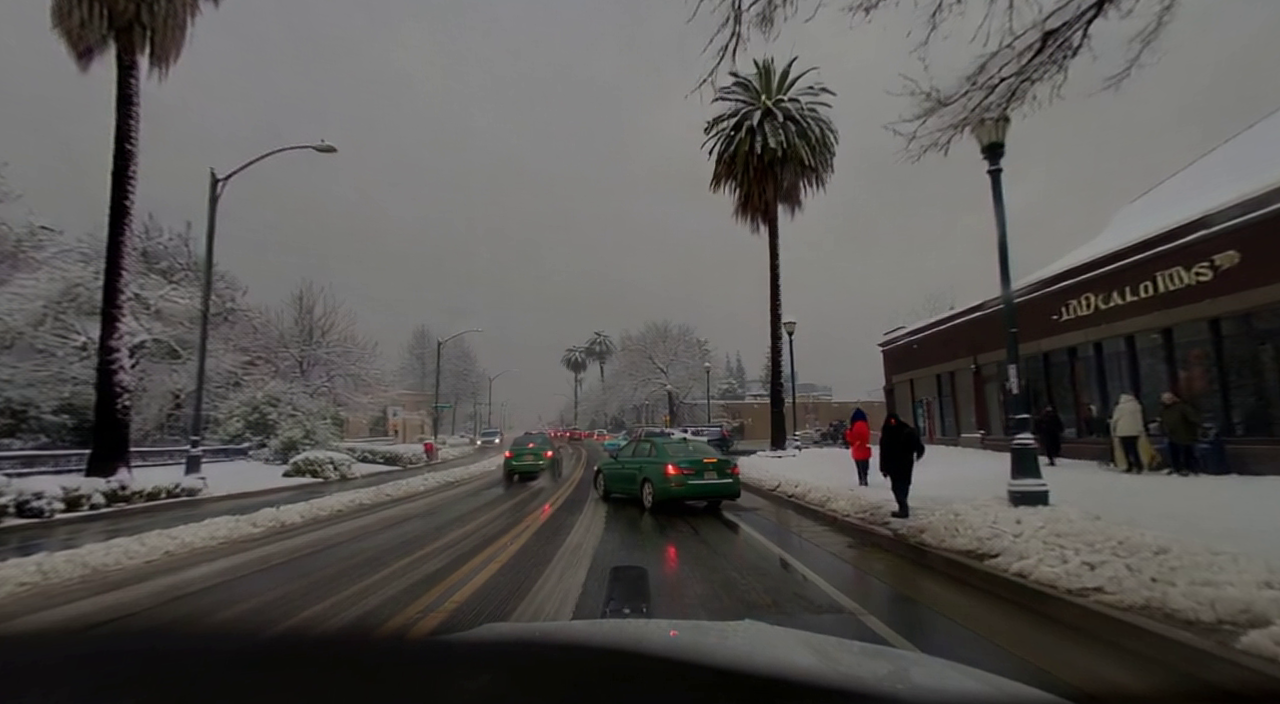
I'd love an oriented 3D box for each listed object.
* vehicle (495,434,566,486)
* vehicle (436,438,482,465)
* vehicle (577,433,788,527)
[{"bbox_3d":[-3.807,3.827,22.615,2.039,1.628,4.331,0,-9,-4],"label":"vehicle"},{"bbox_3d":[-11.305,6.228,39.549,1.930,1.583,4.423,0,-9,-5],"label":"vehicle"},{"bbox_3d":[0.570,2.412,12.532,1.930,1.477,4.657,4,-10,-29],"label":"vehicle"}]
